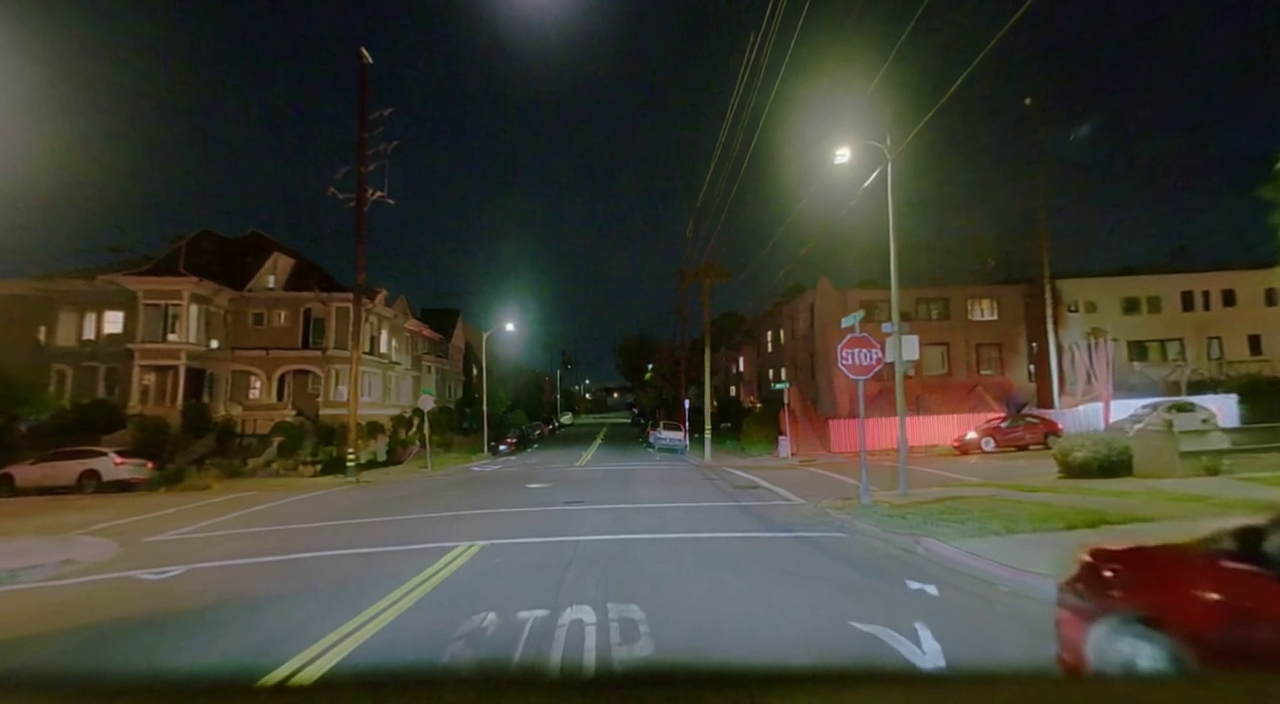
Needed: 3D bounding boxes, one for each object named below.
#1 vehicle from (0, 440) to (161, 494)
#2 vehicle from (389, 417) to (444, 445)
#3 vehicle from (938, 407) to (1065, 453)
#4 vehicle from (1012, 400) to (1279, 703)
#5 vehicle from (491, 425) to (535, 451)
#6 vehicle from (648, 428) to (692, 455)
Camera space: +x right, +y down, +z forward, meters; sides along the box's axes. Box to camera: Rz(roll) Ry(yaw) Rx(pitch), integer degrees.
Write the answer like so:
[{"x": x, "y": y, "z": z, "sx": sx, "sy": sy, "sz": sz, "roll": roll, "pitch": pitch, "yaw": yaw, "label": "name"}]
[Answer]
[{"x": -19.719, "y": 3.978, "z": 22.066, "sx": 4.181, "sy": 1.742, "sz": 1.945, "roll": 1, "pitch": -9, "yaw": -11, "label": "vehicle"}, {"x": -14.345, "y": 5.168, "z": 40.836, "sx": 1.992, "sy": 1.678, "sz": 4.658, "roll": 0, "pitch": -8, "yaw": -3, "label": "vehicle"}, {"x": 17.185, "y": 3.739, "z": 30.156, "sx": 4.985, "sy": 2.088, "sz": 2.141, "roll": 2, "pitch": -9, "yaw": -12, "label": "vehicle"}, {"x": 3.030, "y": 0.715, "z": 0.751, "sx": 2.038, "sy": 1.473, "sz": 4.842, "roll": 0, "pitch": -8, "yaw": -3, "label": "vehicle"}, {"x": -8.334, "y": 5.732, "z": 41.897, "sx": 2.065, "sy": 1.553, "sz": 4.636, "roll": 0, "pitch": -8, "yaw": -1, "label": "vehicle"}, {"x": 1.731, "y": 5.351, "z": 37.721, "sx": 2.120, "sy": 1.487, "sz": 4.360, "roll": 0, "pitch": -8, "yaw": -4, "label": "vehicle"}]
